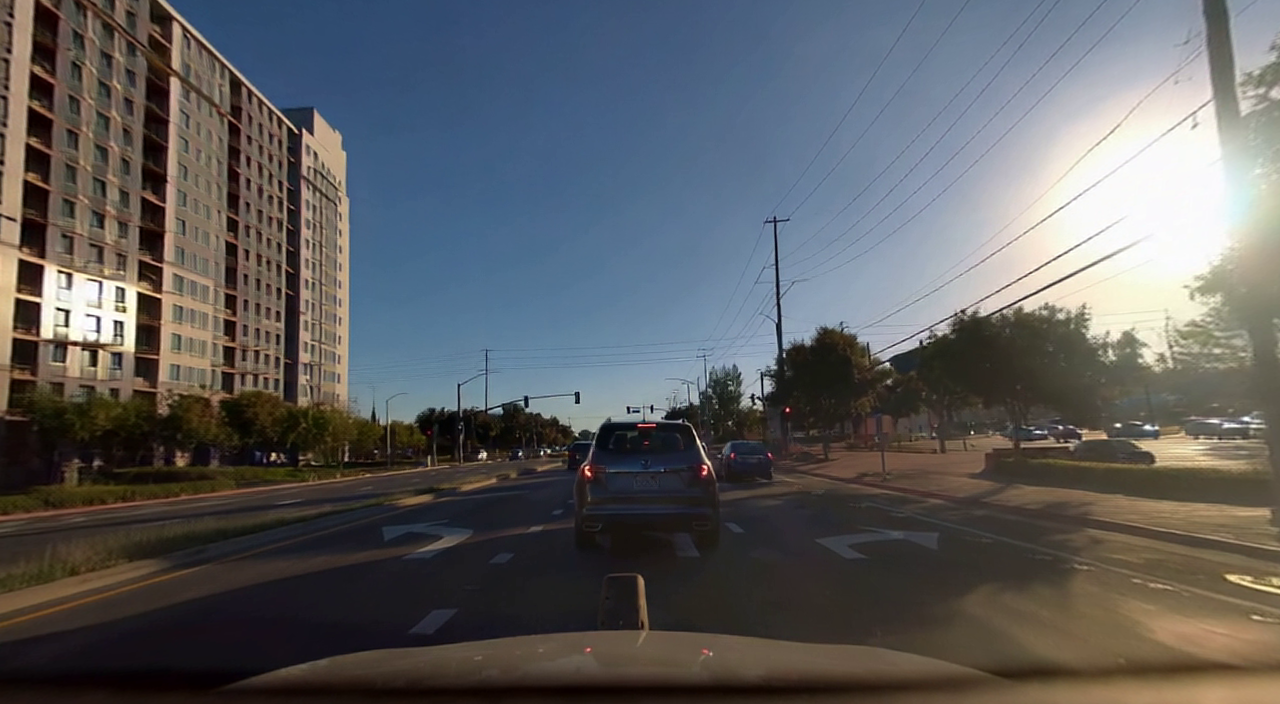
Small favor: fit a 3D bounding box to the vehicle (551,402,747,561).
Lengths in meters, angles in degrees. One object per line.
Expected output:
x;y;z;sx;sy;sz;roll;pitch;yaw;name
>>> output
0.102;1.787;9.347;2.189;1.776;4.342;0;-9;0;vehicle
